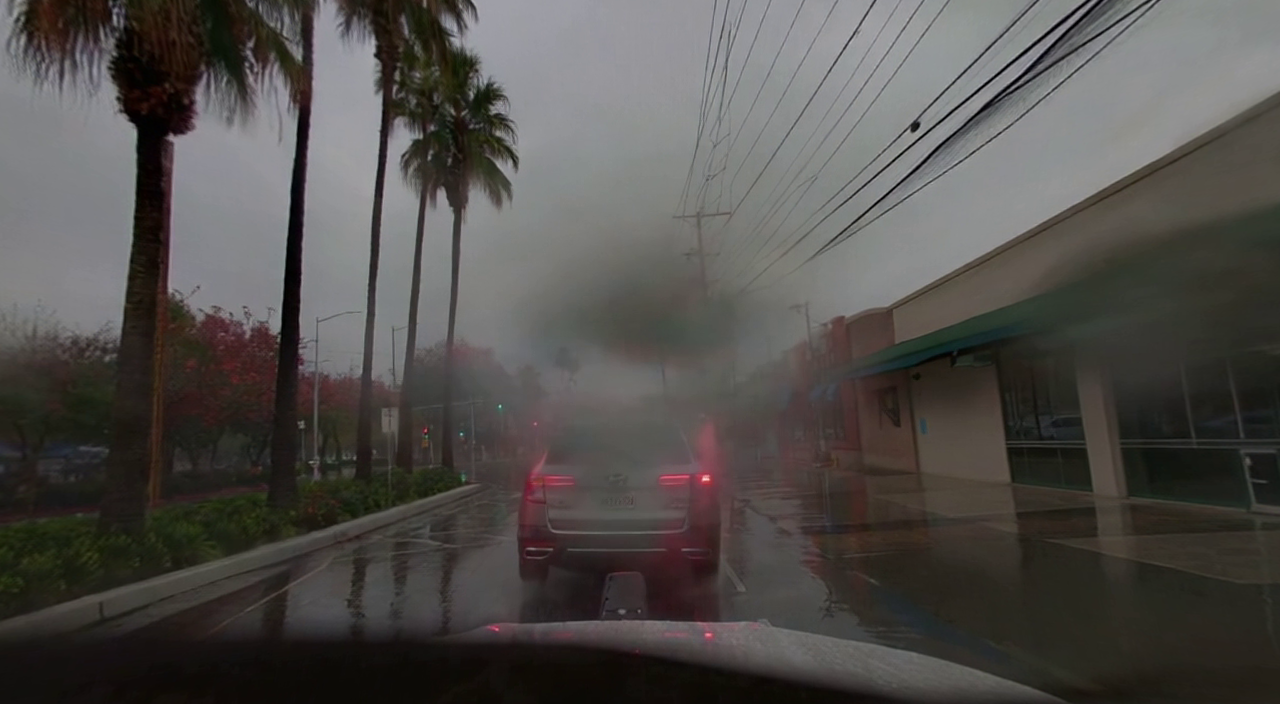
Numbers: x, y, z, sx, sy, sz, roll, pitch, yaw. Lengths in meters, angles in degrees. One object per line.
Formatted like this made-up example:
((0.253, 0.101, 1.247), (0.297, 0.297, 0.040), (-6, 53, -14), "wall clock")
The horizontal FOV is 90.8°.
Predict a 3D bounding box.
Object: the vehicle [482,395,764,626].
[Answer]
((-0.210, 1.453, 6.684), (2.105, 1.702, 3.750), (0, -8, -3), "vehicle")
